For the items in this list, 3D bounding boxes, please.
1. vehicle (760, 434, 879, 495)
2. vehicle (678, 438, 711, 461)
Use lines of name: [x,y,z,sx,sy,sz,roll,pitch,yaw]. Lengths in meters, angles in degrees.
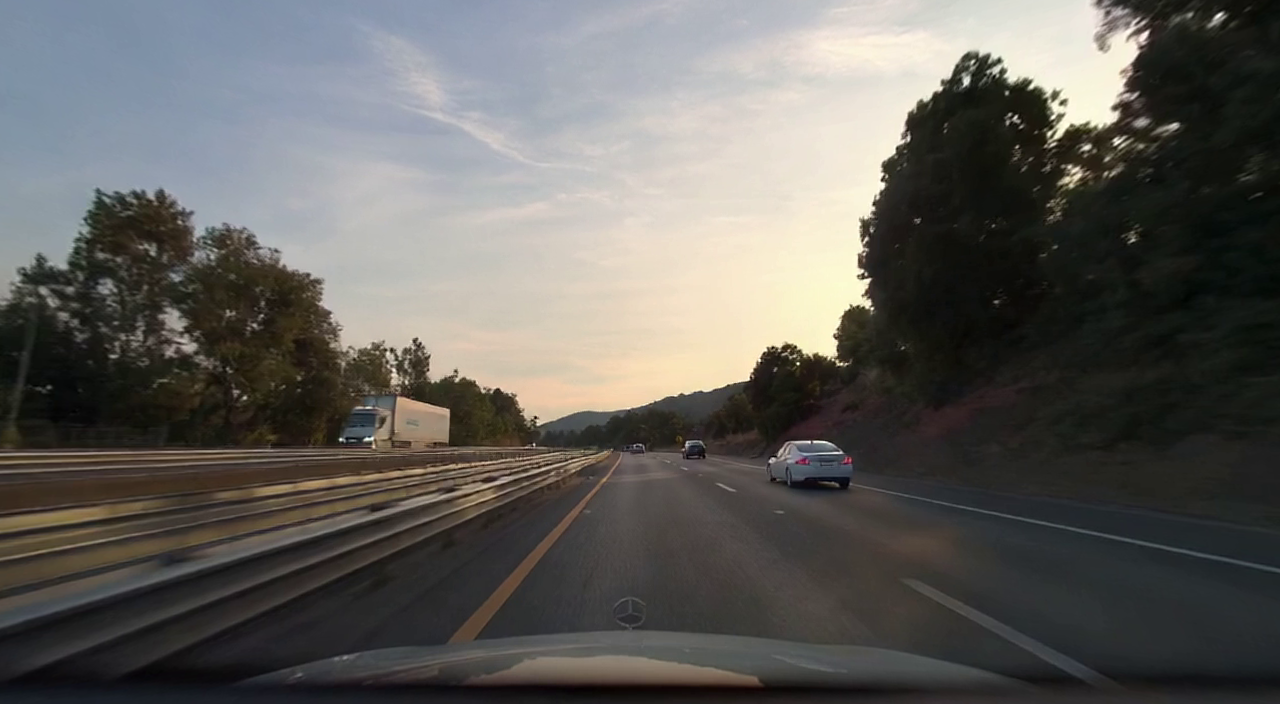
vehicle: [4.915,3.129,17.933,2.072,1.528,4.176,0,-8,-1]
vehicle: [3.856,6.994,45.121,1.945,1.538,3.729,0,-8,-2]
